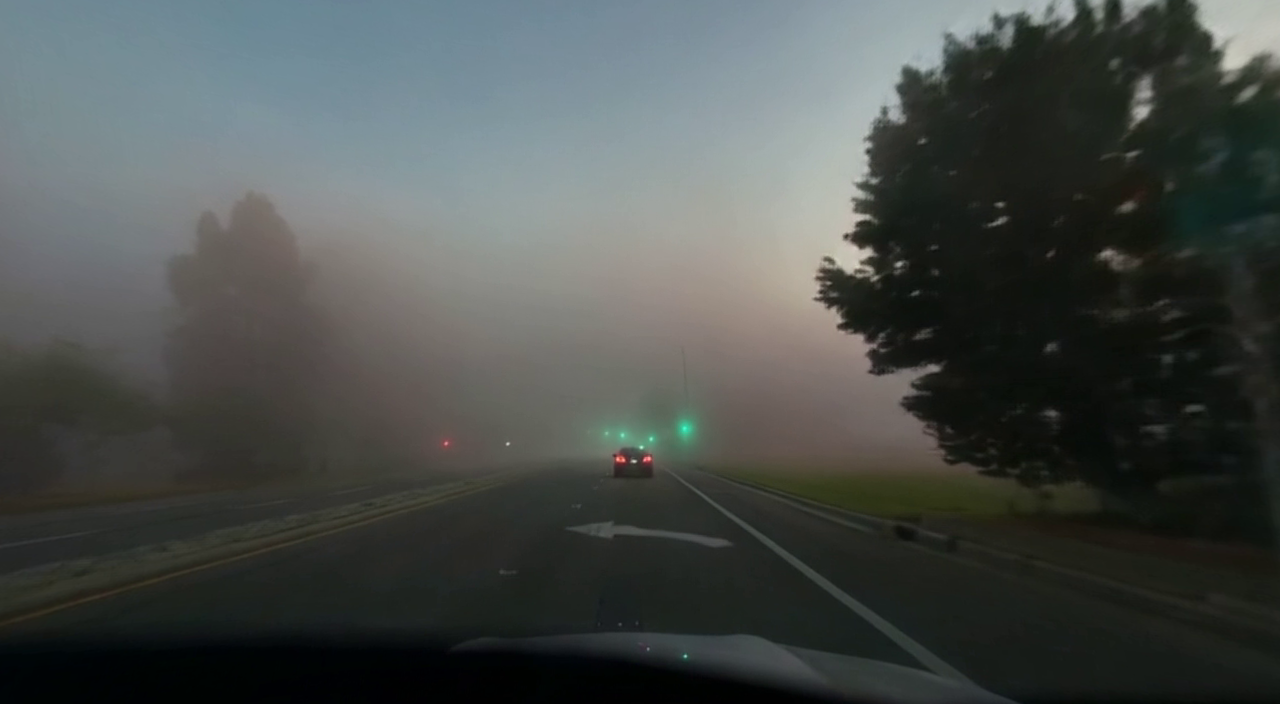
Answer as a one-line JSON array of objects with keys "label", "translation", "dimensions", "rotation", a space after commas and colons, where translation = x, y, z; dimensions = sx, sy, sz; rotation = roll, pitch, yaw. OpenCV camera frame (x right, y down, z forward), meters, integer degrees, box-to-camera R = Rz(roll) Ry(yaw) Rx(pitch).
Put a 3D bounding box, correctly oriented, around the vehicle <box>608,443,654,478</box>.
[{"label": "vehicle", "translation": [-0.430, 4.889, 28.547], "dimensions": [1.954, 1.469, 3.465], "rotation": [0, -9, -1]}]
